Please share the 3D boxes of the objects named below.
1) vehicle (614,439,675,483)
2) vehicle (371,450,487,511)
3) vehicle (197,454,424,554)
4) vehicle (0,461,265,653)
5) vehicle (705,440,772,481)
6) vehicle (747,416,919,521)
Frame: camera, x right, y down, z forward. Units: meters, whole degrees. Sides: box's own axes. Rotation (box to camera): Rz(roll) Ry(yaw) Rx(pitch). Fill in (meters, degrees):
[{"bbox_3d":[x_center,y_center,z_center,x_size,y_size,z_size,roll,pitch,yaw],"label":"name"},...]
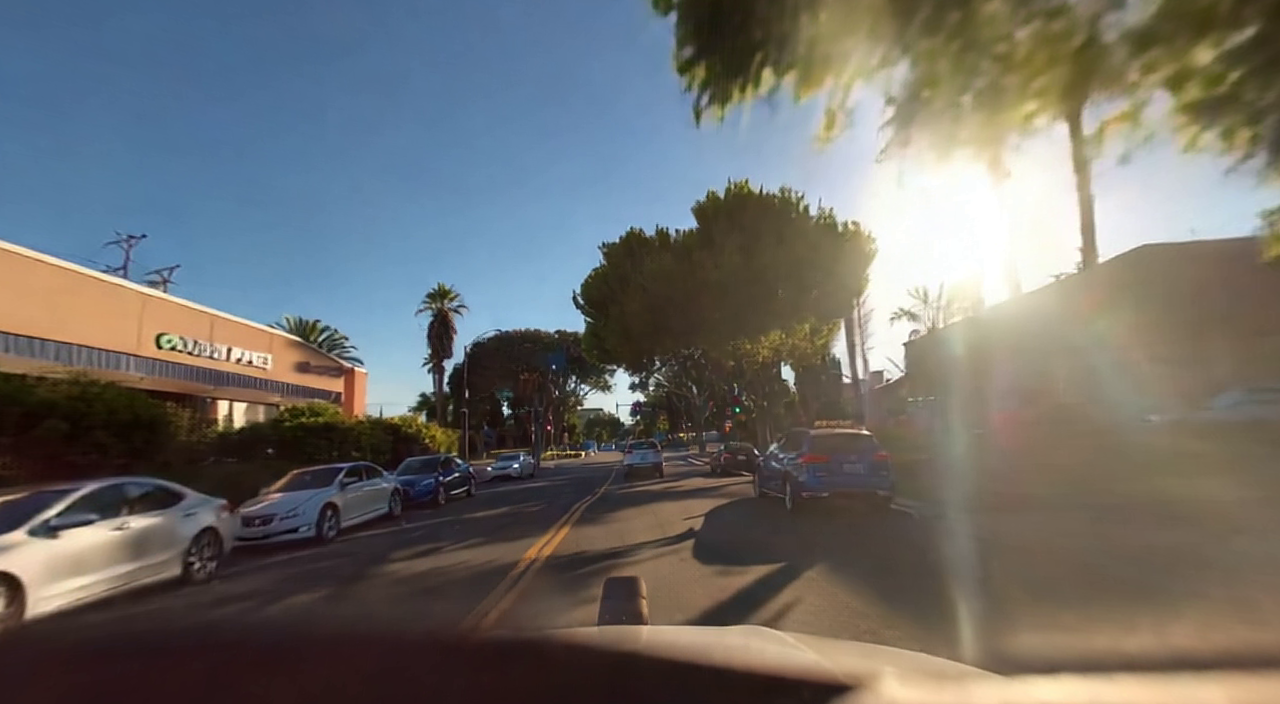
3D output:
[{"bbox_3d":[0.129,3.995,23.440,2.060,1.452,4.078,0,-8,0],"label":"vehicle"},{"bbox_3d":[-6.048,3.699,18.674,1.850,1.482,4.454,0,-8,1],"label":"vehicle"},{"bbox_3d":[-6.089,2.821,12.473,1.874,1.472,4.668,0,-8,1],"label":"vehicle"},{"bbox_3d":[-6.209,1.956,6.552,1.810,1.489,4.336,-1,-8,3],"label":"vehicle"},{"bbox_3d":[3.711,4.148,24.504,1.821,1.417,4.454,0,-8,0],"label":"vehicle"},{"bbox_3d":[3.753,2.378,13.474,2.099,1.786,5.198,0,-8,1],"label":"vehicle"}]
